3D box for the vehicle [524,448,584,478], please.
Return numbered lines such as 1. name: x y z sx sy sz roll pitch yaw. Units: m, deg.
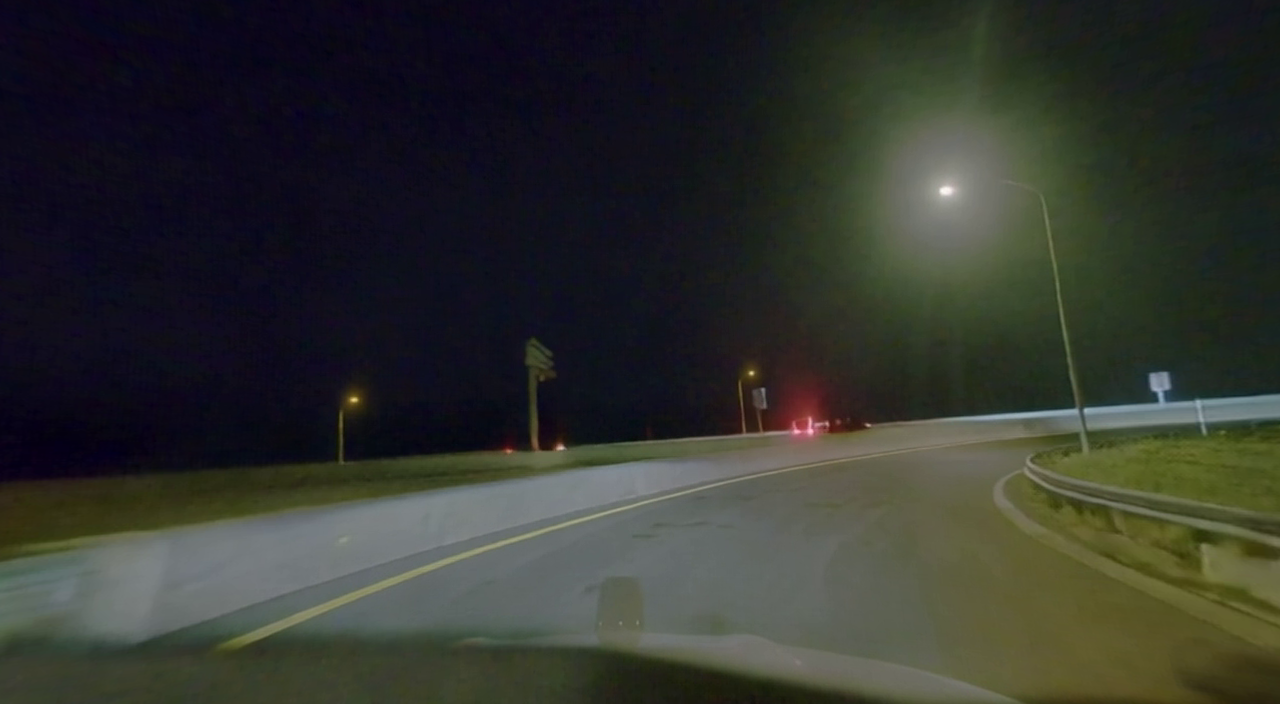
1. vehicle: -5.980 7.740 43.912 3.990 1.549 1.971 -3 -17 -6
